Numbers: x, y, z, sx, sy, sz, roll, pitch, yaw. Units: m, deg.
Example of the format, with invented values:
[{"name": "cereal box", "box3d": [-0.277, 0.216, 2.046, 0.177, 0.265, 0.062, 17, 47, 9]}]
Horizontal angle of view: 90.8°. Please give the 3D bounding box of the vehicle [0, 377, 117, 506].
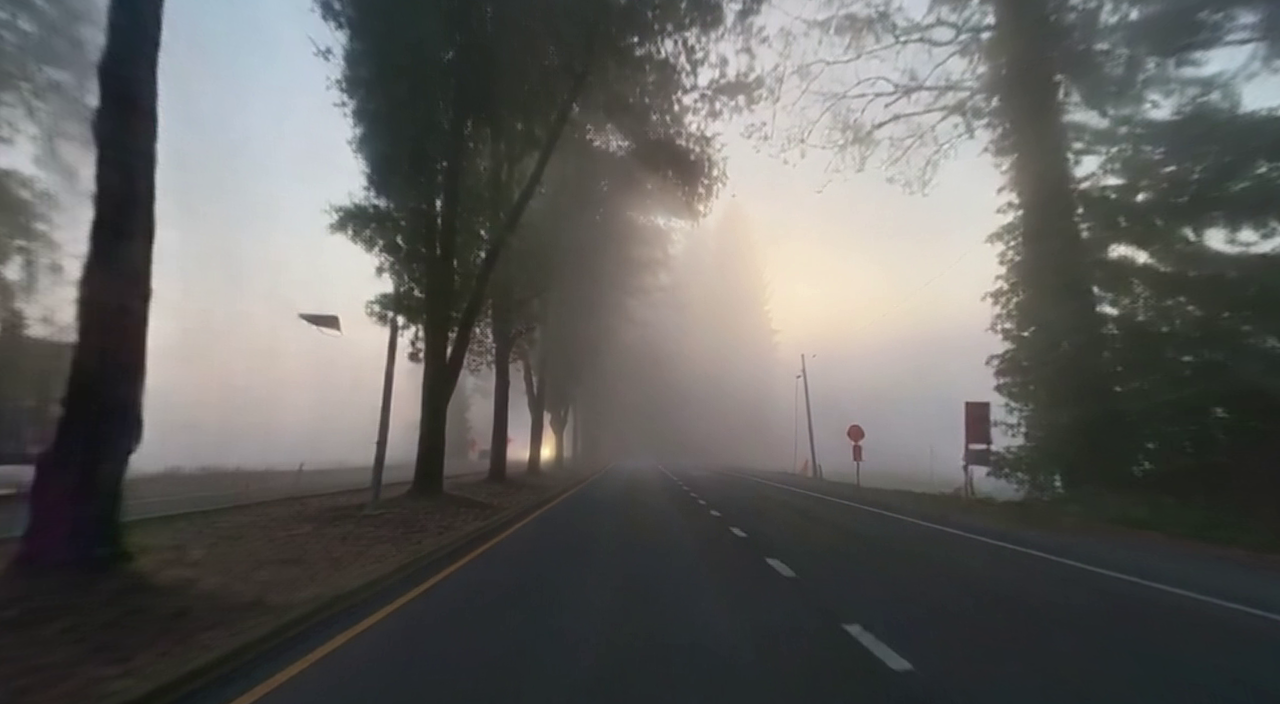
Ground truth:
[{"name": "vehicle", "box3d": [-19.104, 2.179, 15.437, 2.956, 3.466, 10.408, -1, -9, 5]}]
